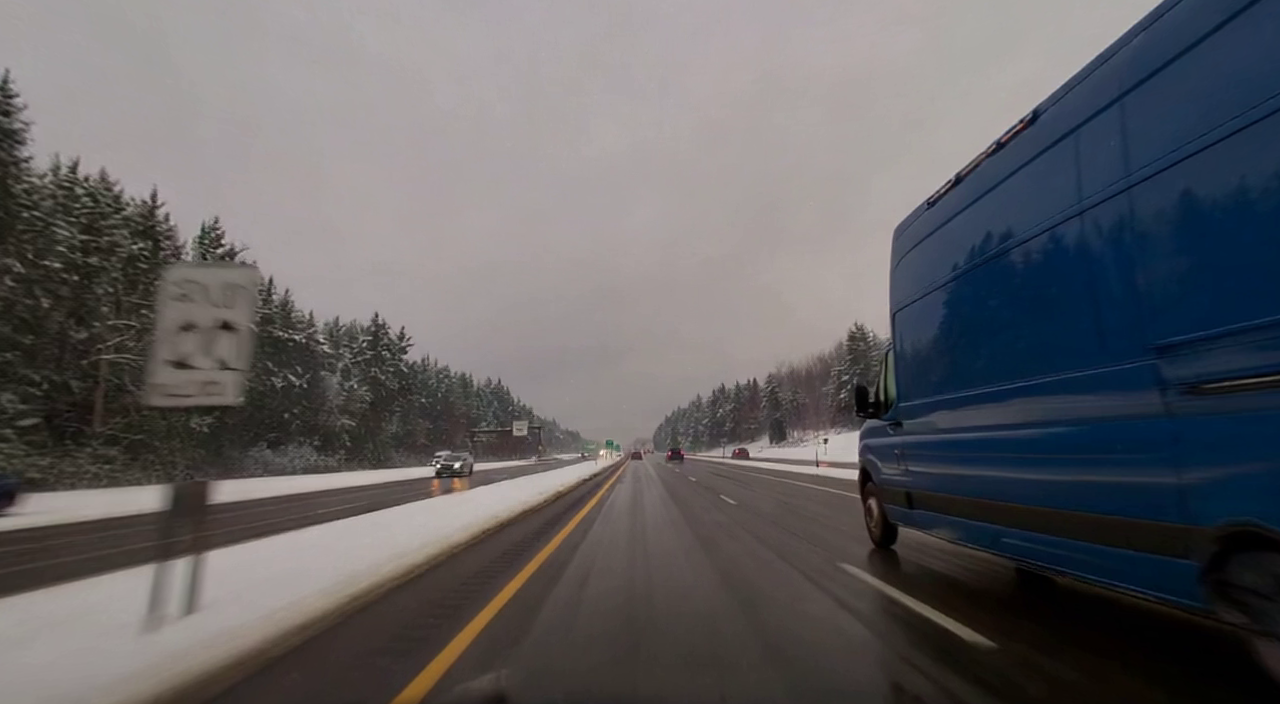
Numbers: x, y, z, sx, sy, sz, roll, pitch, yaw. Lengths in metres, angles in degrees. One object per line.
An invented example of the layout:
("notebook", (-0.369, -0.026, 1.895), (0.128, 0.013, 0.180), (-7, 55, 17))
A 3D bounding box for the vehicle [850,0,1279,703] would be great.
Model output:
("vehicle", (4.076, 0.086, 4.343), (3.012, 3.933, 6.192), (0, -9, 0))

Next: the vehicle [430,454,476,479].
("vehicle", (-12.488, 7.644, 42.360), (1.838, 1.582, 3.879), (0, -9, 0))
